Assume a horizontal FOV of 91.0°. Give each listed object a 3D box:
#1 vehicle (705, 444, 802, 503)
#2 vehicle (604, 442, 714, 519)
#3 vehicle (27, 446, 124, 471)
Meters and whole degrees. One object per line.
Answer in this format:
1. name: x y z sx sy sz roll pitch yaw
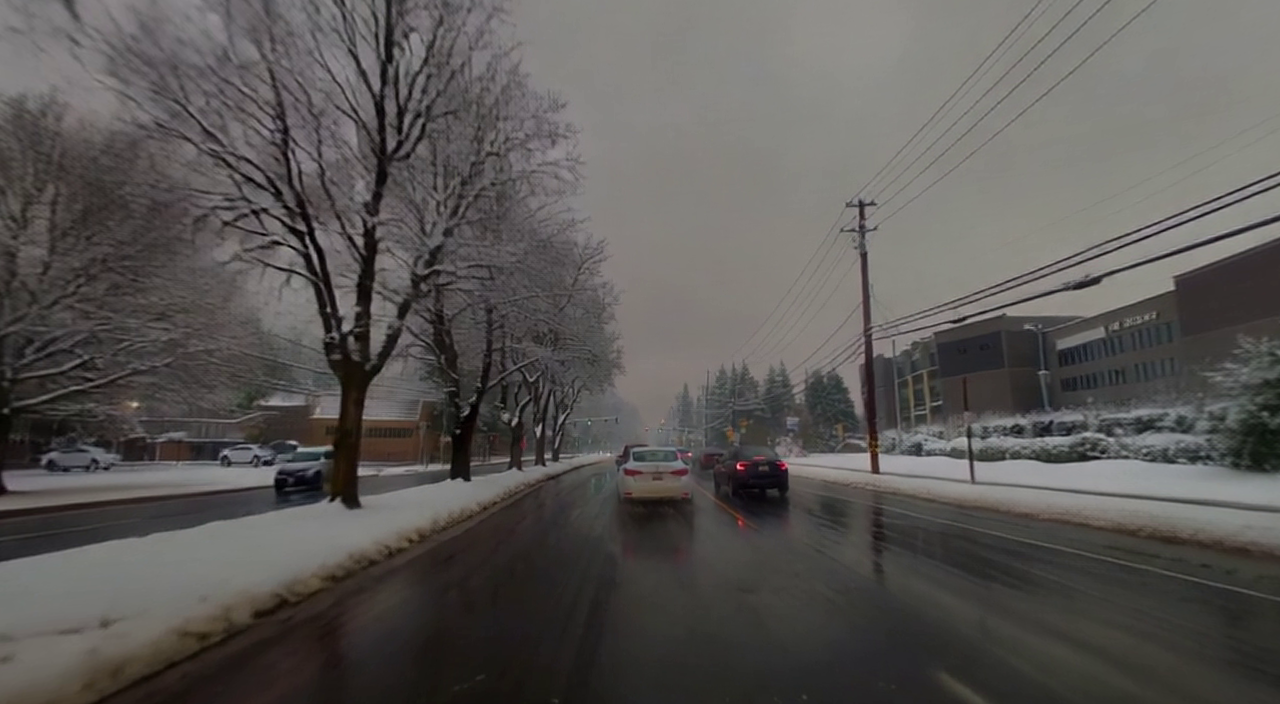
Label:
1. vehicle: 3.134 3.436 18.283 1.985 1.489 4.036 0 -8 -1
2. vehicle: 0.302 2.814 14.344 2.144 1.473 4.028 1 -8 -2
3. vehicle: -38.802 7.298 43.386 1.804 1.478 4.485 -4 -8 25
